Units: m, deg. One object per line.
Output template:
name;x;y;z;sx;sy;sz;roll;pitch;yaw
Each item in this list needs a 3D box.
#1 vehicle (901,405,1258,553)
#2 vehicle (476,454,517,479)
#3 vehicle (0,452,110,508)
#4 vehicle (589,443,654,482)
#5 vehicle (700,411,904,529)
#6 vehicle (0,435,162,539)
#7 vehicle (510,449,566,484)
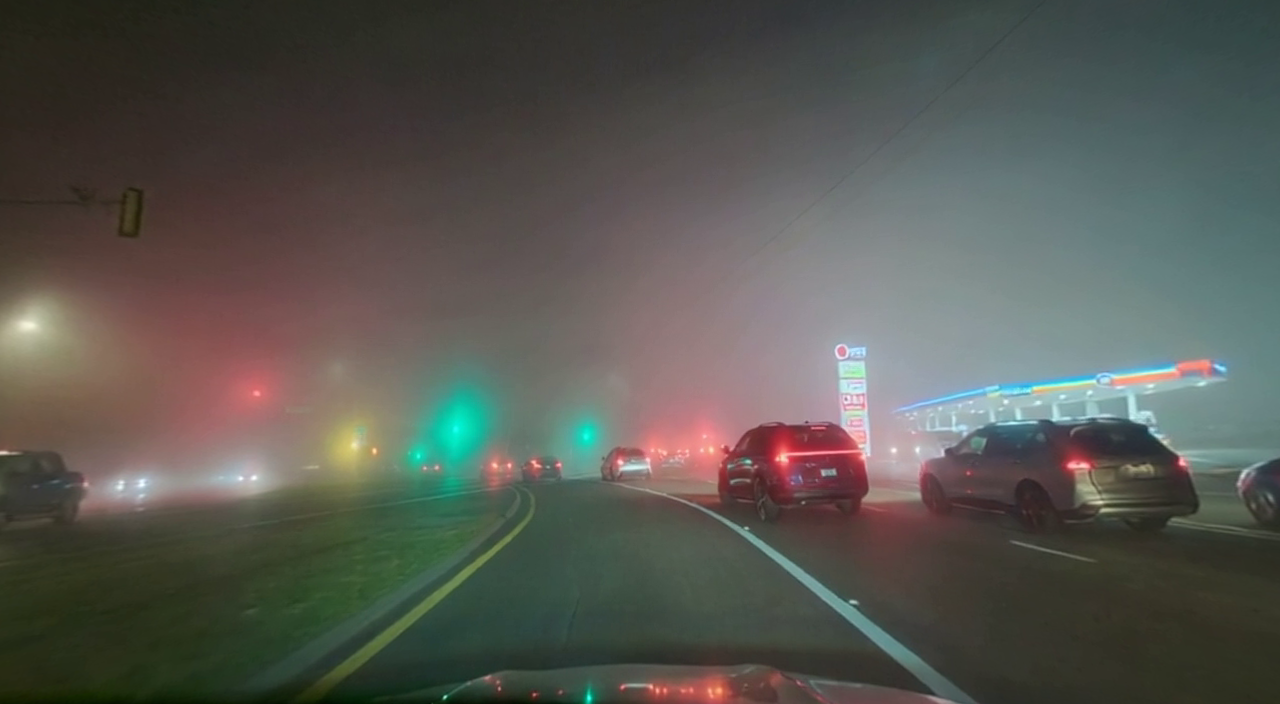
vehicle;5.762;1.728;9.141;1.881;1.604;4.289;0;-9;-3
vehicle;-10.378;8.212;45.377;2.193;1.609;3.874;3;-10;-22
vehicle;-19.545;4.059;20.462;1.986;1.579;5.047;3;-10;-22
vehicle;-0.946;5.006;28.906;2.012;1.612;4.114;2;-9;-16
vehicle;2.713;2.156;12.018;2.184;1.777;4.712;1;-9;-6
vehicle;-19.676;4.198;20.810;2.820;2.579;13.318;4;-10;-22
vehicle;-4.908;5.373;29.856;2.107;1.527;4.174;2;-9;-15
